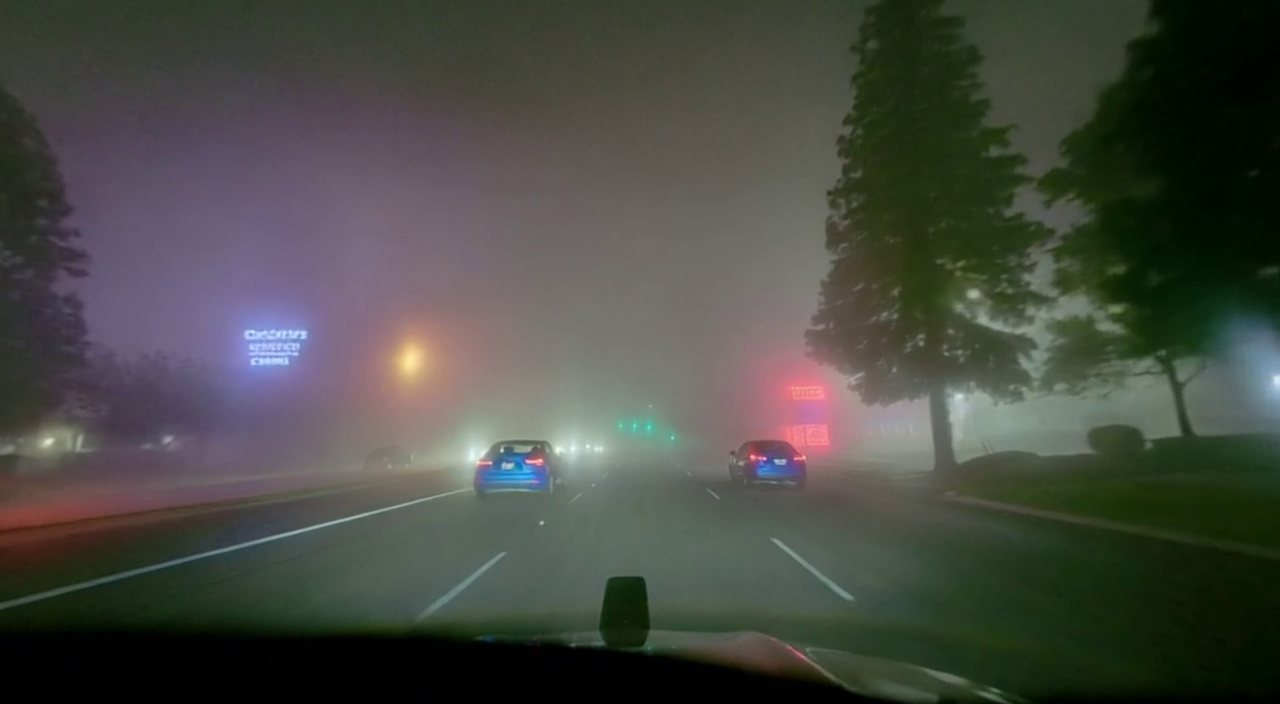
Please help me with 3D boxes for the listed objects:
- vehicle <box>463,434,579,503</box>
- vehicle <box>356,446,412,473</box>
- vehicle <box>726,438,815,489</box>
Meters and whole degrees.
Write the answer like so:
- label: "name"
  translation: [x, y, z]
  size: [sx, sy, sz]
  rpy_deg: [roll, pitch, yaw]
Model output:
- label: "vehicle"
  translation: [-2.839, 2.878, 16.050]
  size: [2.001, 1.504, 4.212]
  rpy_deg: [0, -8, 2]
- label: "vehicle"
  translation: [-15.694, 6.569, 38.848]
  size: [1.778, 1.549, 3.914]
  rpy_deg: [0, -8, 1]
- label: "vehicle"
  translation: [4.170, 3.621, 20.916]
  size: [1.977, 1.474, 4.399]
  rpy_deg: [0, -8, -1]
